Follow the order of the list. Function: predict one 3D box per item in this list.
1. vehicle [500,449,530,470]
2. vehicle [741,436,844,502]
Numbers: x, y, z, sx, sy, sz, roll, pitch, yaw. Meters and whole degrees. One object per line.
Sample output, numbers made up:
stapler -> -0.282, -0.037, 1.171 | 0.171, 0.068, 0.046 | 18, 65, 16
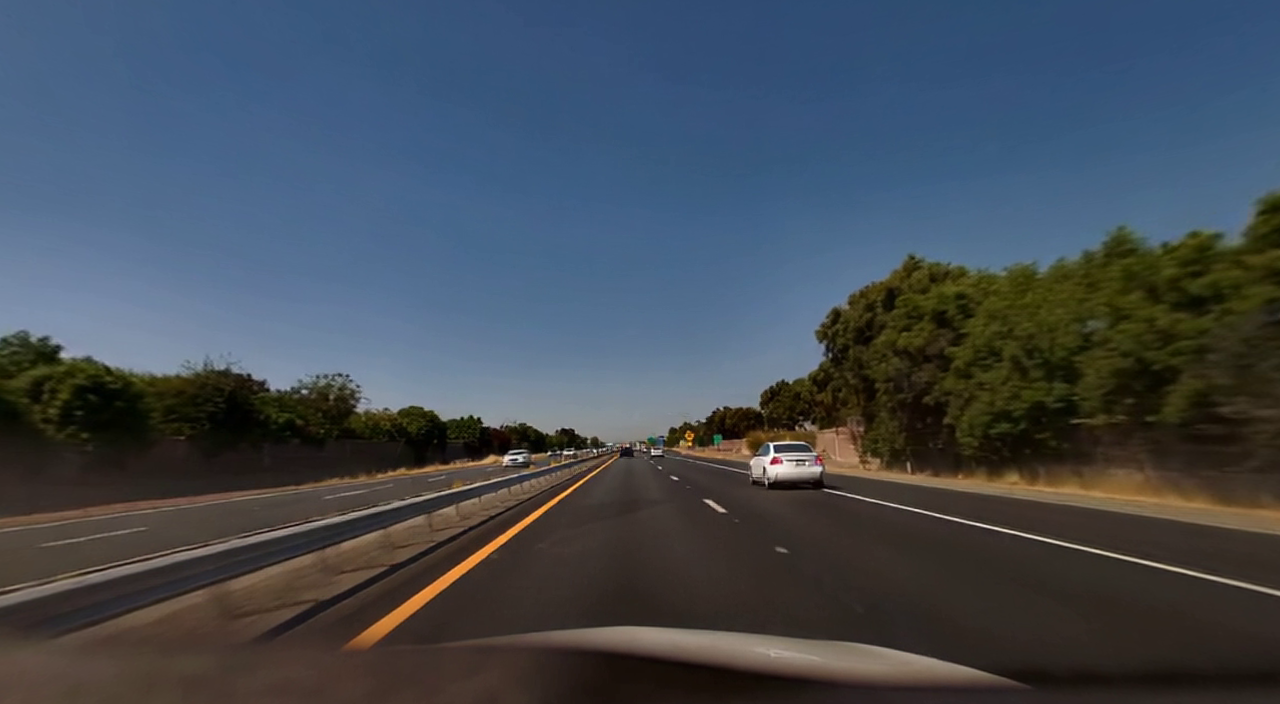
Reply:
vehicle -> -9.620, 8.300, 48.537 | 1.956, 1.583, 4.227 | 1, -9, -8
vehicle -> 4.033, 3.158, 17.282 | 2.001, 1.555, 4.098 | -1, -9, 3
